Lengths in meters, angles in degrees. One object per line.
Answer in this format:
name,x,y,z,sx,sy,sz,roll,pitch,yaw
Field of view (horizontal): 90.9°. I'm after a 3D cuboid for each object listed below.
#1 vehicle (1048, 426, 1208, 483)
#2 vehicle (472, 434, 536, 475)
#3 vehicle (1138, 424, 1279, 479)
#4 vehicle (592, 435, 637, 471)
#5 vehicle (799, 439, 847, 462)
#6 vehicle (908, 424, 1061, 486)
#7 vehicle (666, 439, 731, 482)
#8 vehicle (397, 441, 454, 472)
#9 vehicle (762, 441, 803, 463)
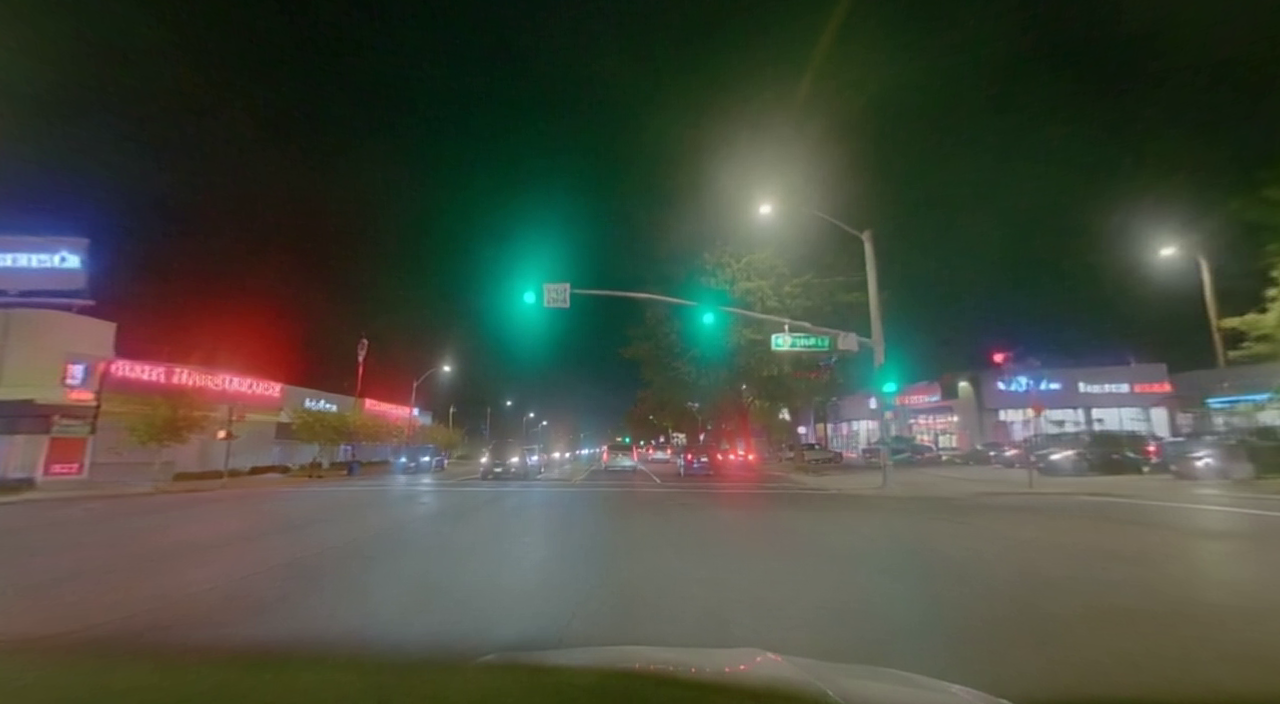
vehicle,17.204,3.643,22.621,2.020,1.796,4.600,-1,-8,0
vehicle,-6.460,4.891,30.455,2.242,1.740,4.659,-1,-7,-2
vehicle,20.496,3.488,22.317,2.143,1.731,4.290,0,-8,0
vehicle,-1.369,5.517,34.586,2.301,1.837,4.411,0,-8,-2
vehicle,14.108,7.605,48.894,2.007,1.642,5.001,-2,-8,-3
vehicle,11.897,3.593,22.294,2.304,1.907,4.844,0,-8,-6
vehicle,2.239,4.292,25.209,2.046,1.540,3.883,1,-8,-3
vehicle,-13.384,6.528,39.569,2.106,1.779,4.467,0,-8,-1
vehicle,11.015,7.719,48.970,2.058,1.493,4.612,-2,-8,0
